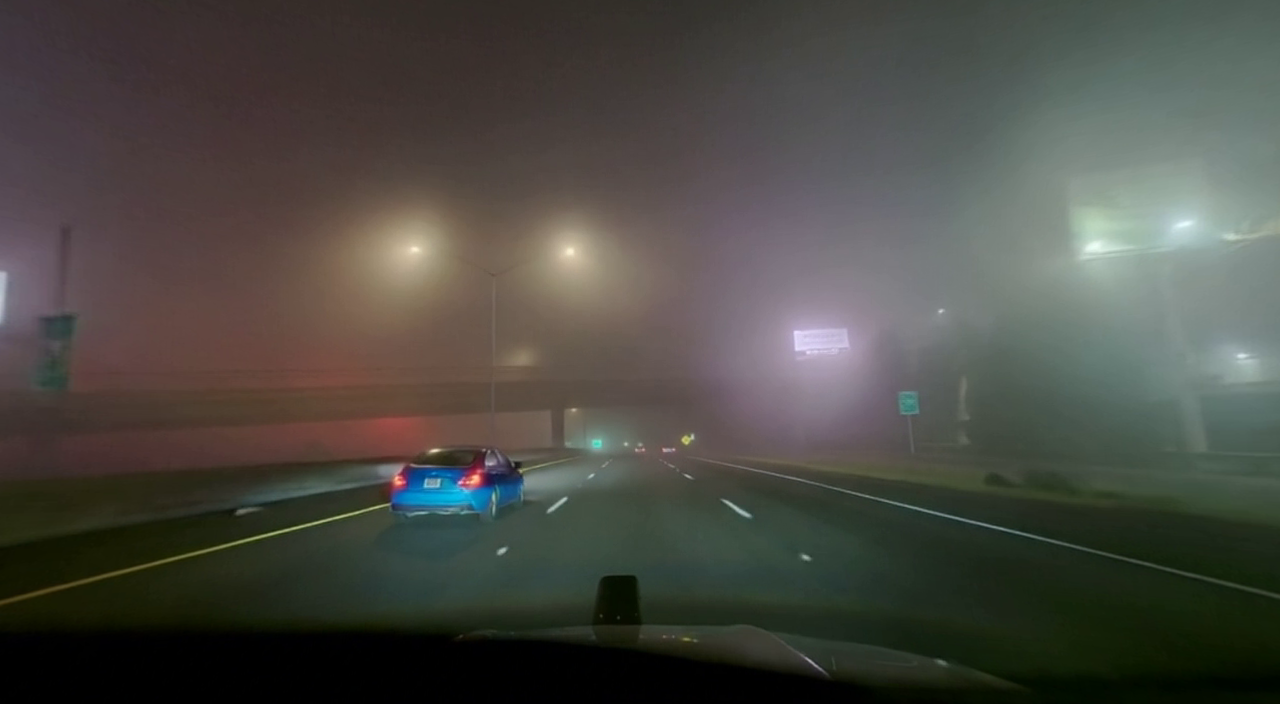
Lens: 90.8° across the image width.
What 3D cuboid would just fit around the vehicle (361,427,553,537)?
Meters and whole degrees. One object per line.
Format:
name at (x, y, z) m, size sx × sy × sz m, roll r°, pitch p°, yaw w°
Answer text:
vehicle at (-2.939, 2.204, 11.382) m, size 2.029 × 1.557 × 4.570 m, roll 0°, pitch -8°, yaw 1°
